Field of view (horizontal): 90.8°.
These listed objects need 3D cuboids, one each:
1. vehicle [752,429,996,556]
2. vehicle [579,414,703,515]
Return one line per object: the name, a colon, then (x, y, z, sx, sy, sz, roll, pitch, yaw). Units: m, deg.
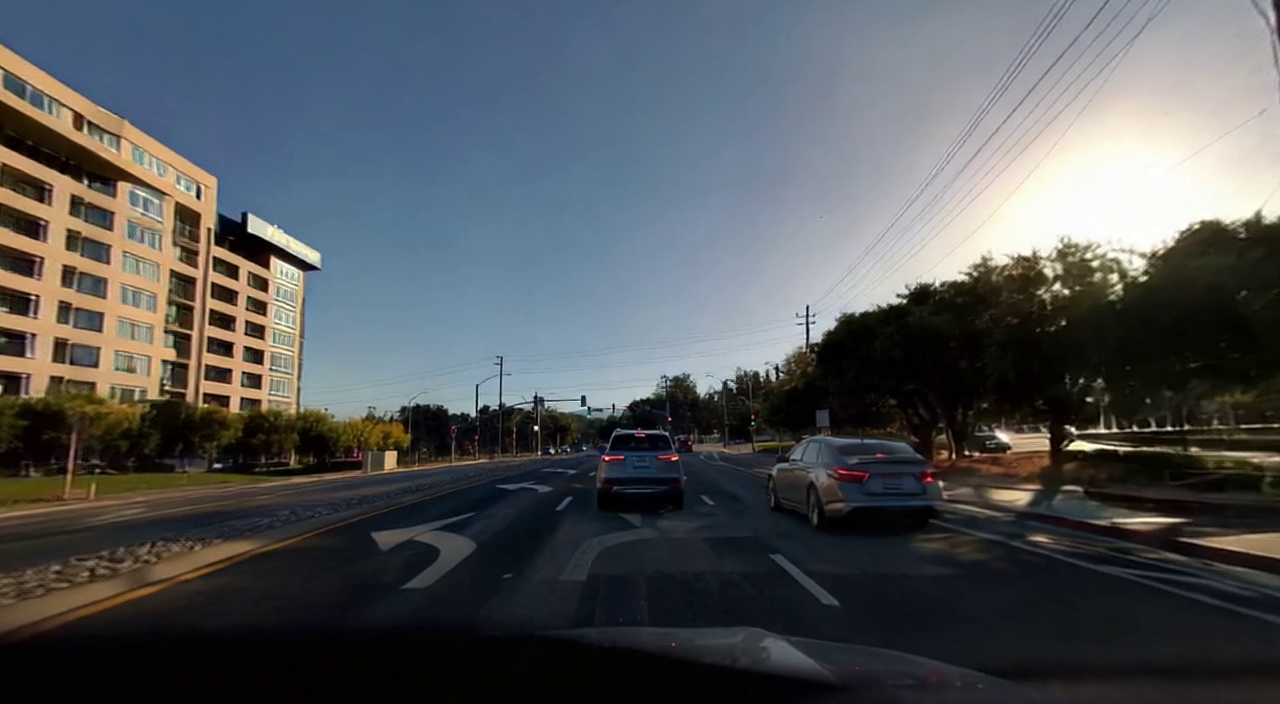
vehicle: (3.174, 2.007, 9.805, 1.990, 1.482, 4.575, 0, -9, -1)
vehicle: (0.041, 2.324, 13.421, 2.189, 1.776, 4.342, 0, -9, 0)
